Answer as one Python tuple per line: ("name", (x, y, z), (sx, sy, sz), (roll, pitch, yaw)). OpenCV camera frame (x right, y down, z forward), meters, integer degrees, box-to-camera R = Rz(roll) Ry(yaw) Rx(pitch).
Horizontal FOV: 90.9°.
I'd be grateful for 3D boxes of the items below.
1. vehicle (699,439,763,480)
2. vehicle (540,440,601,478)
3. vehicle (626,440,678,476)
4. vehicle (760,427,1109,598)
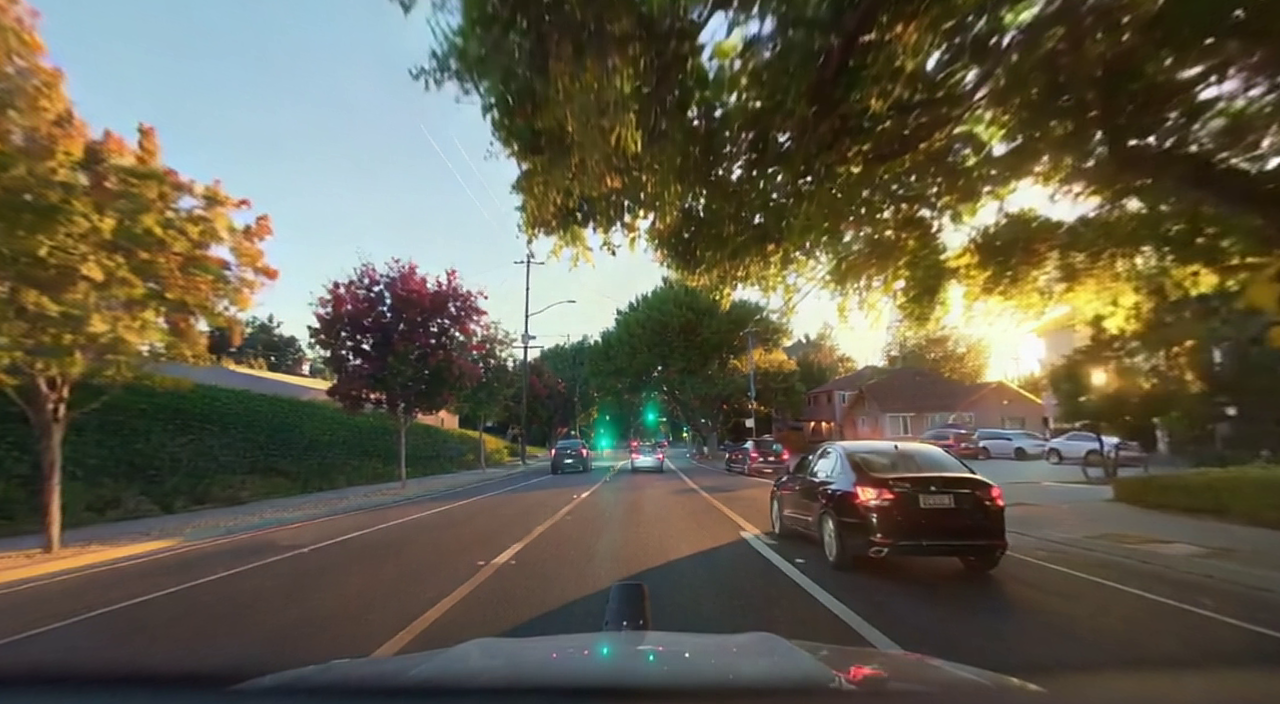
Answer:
("vehicle", (3.591, 4.322, 25.690), (1.943, 1.484, 4.030), (0, -8, -1))
("vehicle", (-2.914, 4.603, 27.378), (2.012, 1.505, 4.205), (-1, -8, 2))
("vehicle", (0.509, 4.630, 27.948), (2.101, 1.467, 4.210), (0, -8, 0))
("vehicle", (3.031, 1.734, 7.846), (2.158, 1.483, 4.415), (0, -8, -1))
